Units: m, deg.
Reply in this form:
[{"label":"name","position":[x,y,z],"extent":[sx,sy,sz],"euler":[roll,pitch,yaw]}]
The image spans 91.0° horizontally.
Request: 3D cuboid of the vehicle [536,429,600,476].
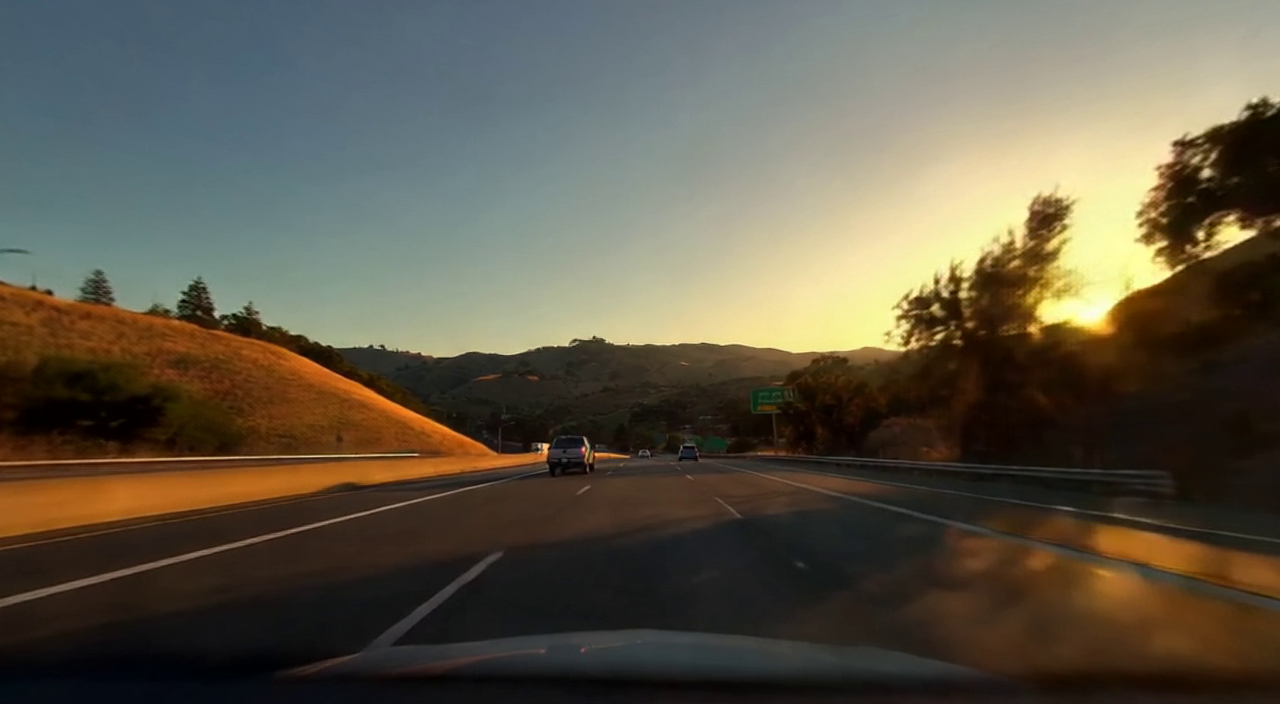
[{"label":"vehicle","position":[-3.671,5.324,33.524],"extent":[2.496,2.203,6.317],"euler":[0,-9,2]}]
